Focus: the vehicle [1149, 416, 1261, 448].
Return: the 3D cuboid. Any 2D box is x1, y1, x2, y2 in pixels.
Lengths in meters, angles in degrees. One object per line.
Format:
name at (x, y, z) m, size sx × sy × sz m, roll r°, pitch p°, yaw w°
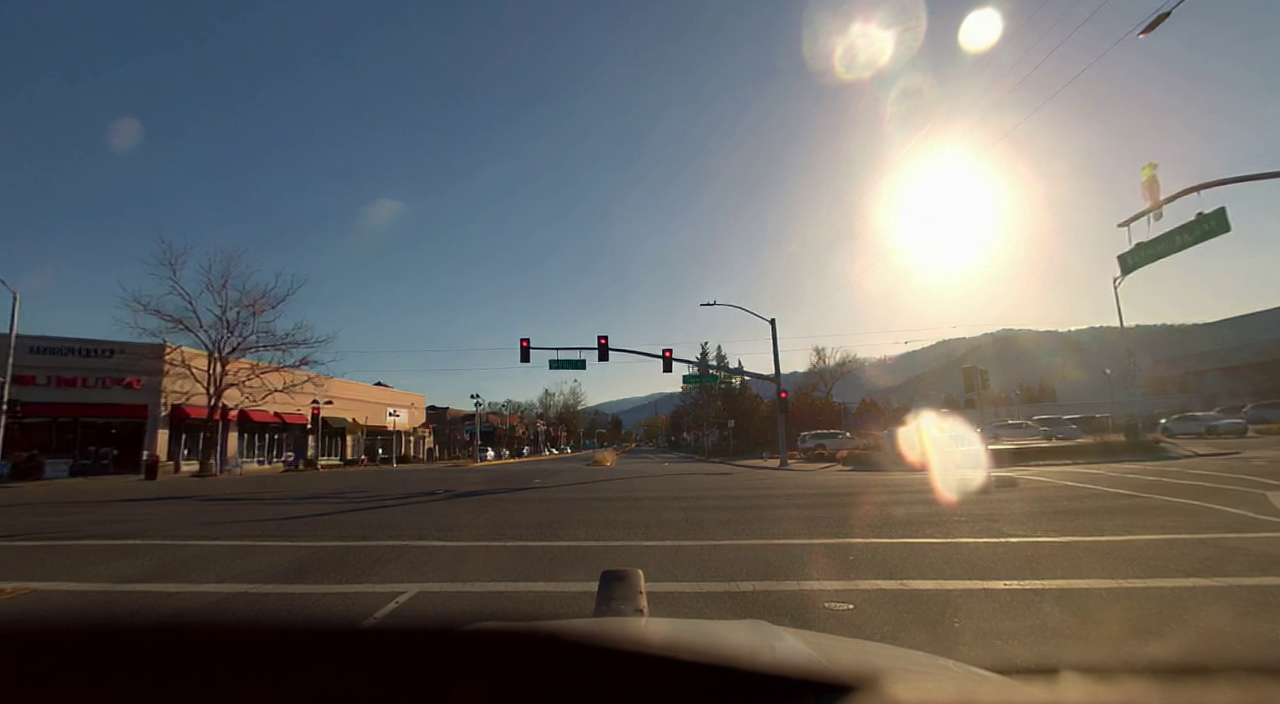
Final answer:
vehicle at (28.272, 4.074, 31.724) m, size 1.799 × 1.459 × 4.266 m, roll -1°, pitch -8°, yaw 3°
